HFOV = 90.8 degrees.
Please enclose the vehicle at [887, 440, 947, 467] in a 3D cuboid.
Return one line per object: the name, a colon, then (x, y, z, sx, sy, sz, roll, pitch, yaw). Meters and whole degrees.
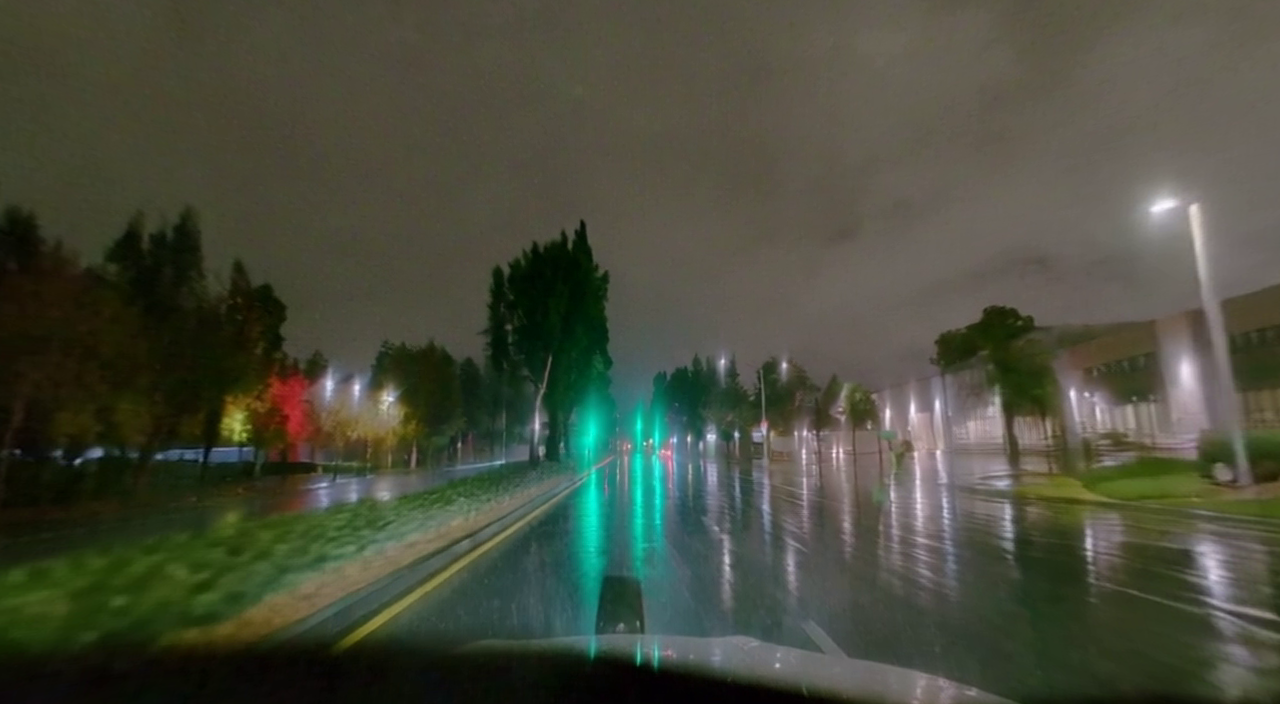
vehicle: (16.330, 5.927, 37.117, 1.930, 1.449, 4.473, -7, -11, 40)
